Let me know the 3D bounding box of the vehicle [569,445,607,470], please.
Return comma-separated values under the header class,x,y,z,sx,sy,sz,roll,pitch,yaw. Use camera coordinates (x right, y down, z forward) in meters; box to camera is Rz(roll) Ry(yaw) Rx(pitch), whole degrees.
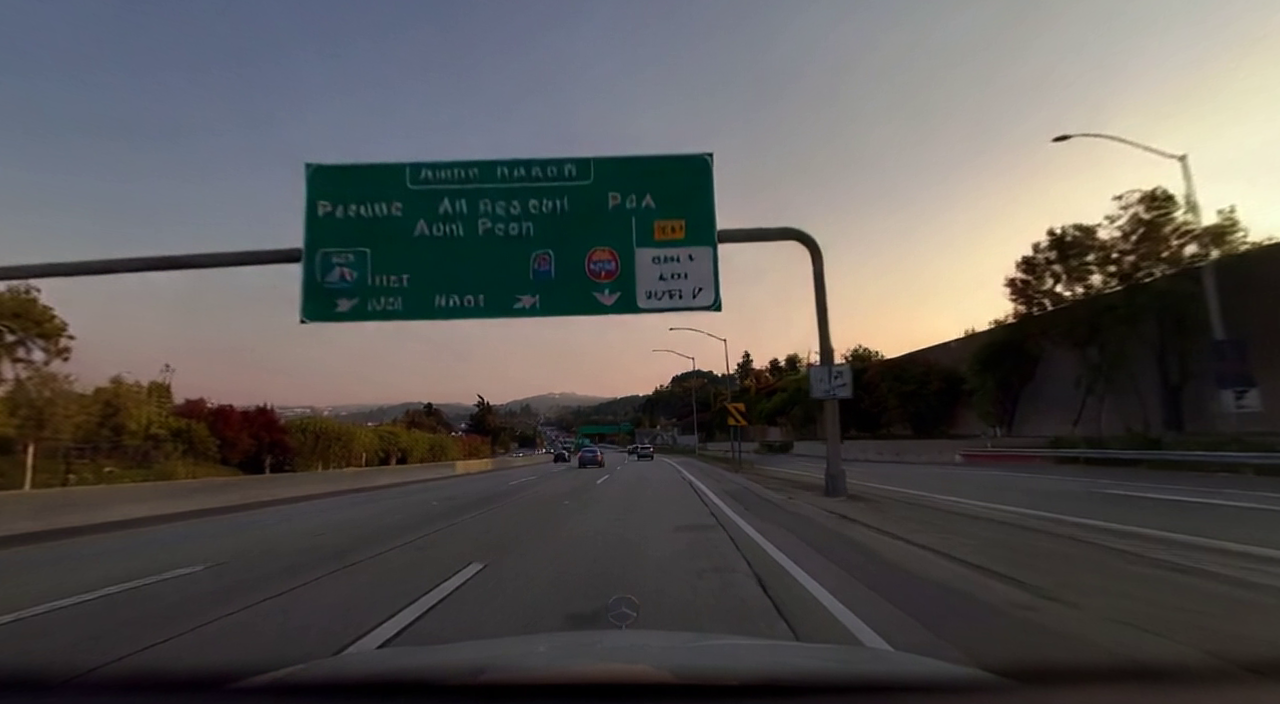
class,x,y,z,sx,sy,sz,roll,pitch,yaw
vehicle,-3.334,6.868,41.325,2.112,1.489,4.266,0,-8,0
